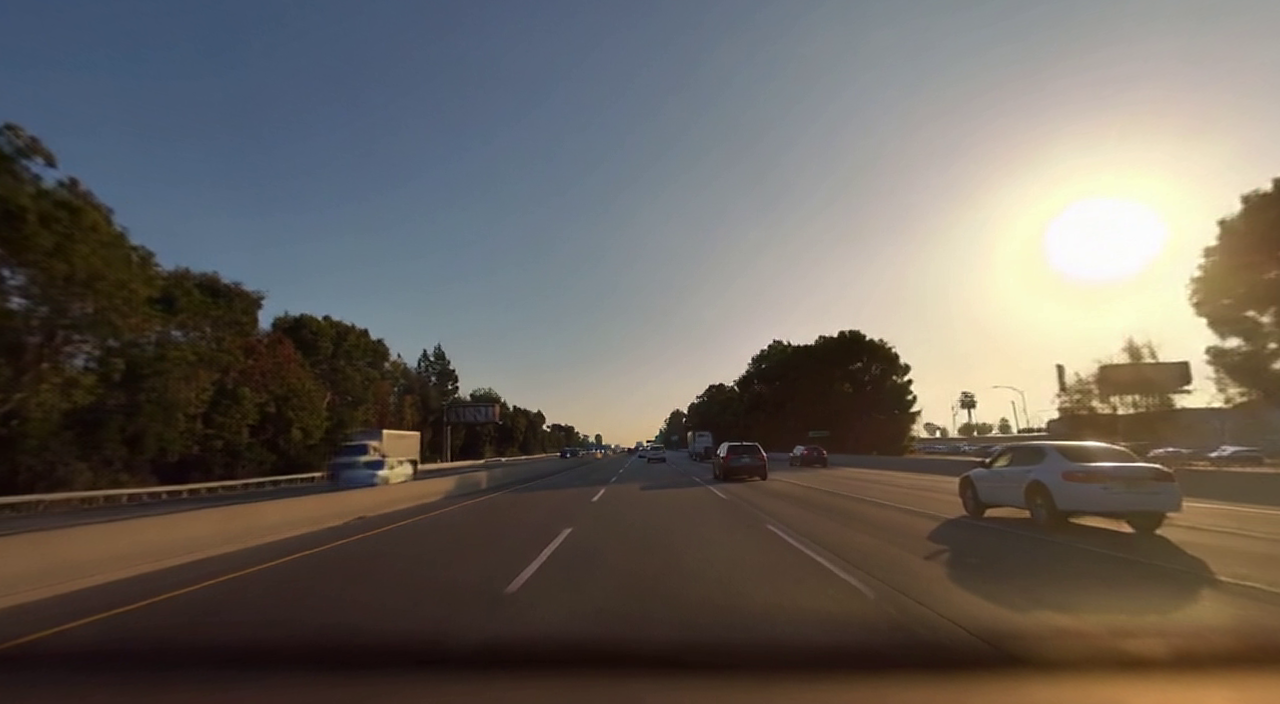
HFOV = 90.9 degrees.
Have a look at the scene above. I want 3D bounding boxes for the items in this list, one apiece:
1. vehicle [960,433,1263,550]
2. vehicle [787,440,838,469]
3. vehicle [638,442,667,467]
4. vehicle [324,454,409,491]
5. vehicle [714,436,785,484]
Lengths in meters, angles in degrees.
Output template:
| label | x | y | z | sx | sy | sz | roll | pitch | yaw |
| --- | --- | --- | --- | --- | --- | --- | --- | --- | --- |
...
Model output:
| label | x | y | z | sx | sy | sz | roll | pitch | yaw |
| --- | --- | --- | --- | --- | --- | --- | --- | --- | --- |
| vehicle | 7.494 | 2.200 | 10.753 | 1.807 | 1.558 | 4.352 | 0 | -8 | 0 |
| vehicle | 11.429 | 6.832 | 42.119 | 2.028 | 1.801 | 4.503 | 0 | -8 | -1 |
| vehicle | 0.913 | 7.799 | 48.220 | 2.145 | 1.832 | 4.004 | 0 | -8 | 0 |
| vehicle | -13.042 | 5.761 | 30.430 | 1.906 | 1.533 | 4.731 | 0 | -8 | 1 |
| vehicle | 4.529 | 4.538 | 26.825 | 2.075 | 1.845 | 4.667 | 0 | -8 | -1 |
